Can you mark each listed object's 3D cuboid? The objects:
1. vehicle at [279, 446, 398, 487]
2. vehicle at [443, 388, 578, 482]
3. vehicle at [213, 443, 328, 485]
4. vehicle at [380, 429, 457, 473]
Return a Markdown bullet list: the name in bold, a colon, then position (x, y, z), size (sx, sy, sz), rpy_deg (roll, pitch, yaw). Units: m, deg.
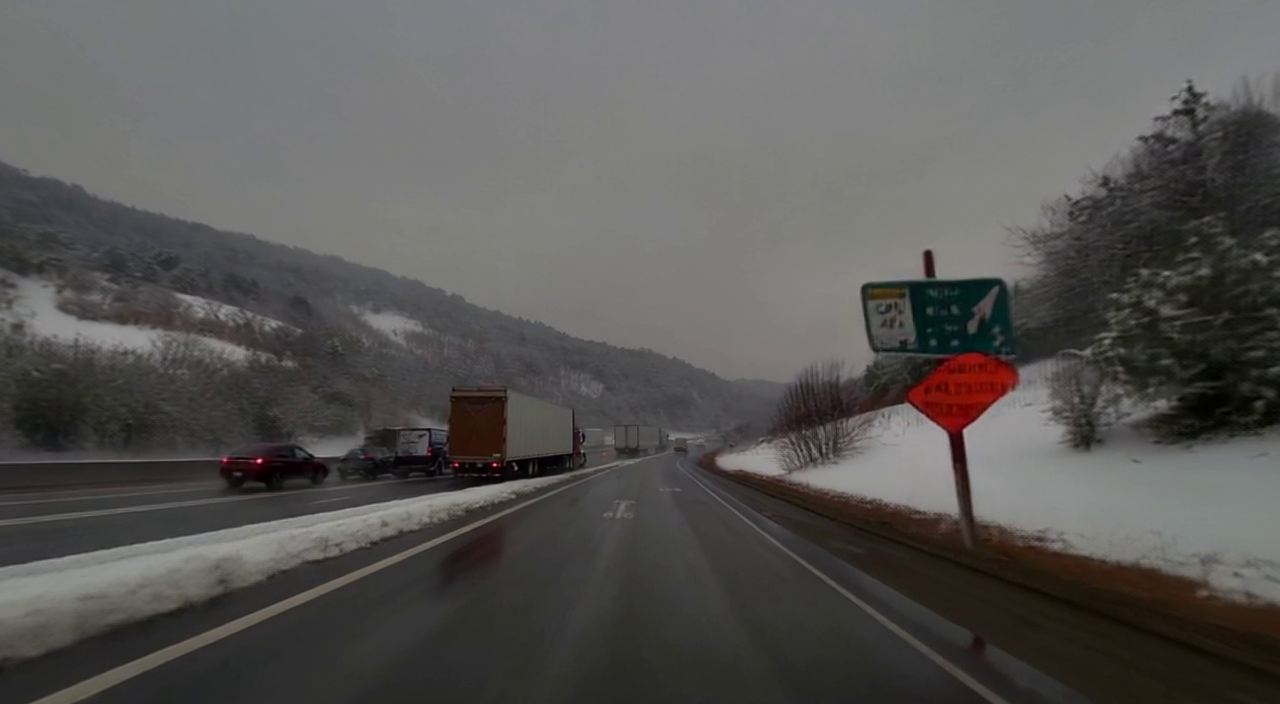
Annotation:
- **vehicle**: position (-12.022, 4.578, 25.584), size (1.925, 1.493, 4.864), rpy_deg (-1, -9, 8)
- **vehicle**: position (-6.384, 4.724, 34.690), size (2.848, 4.067, 14.314), rpy_deg (-1, -9, 7)
- **vehicle**: position (-15.778, 4.787, 27.202), size (1.943, 1.662, 4.283), rpy_deg (-1, -9, 7)
- **vehicle**: position (-13.887, 6.262, 39.895), size (2.264, 2.596, 5.494), rpy_deg (-1, -9, 7)
